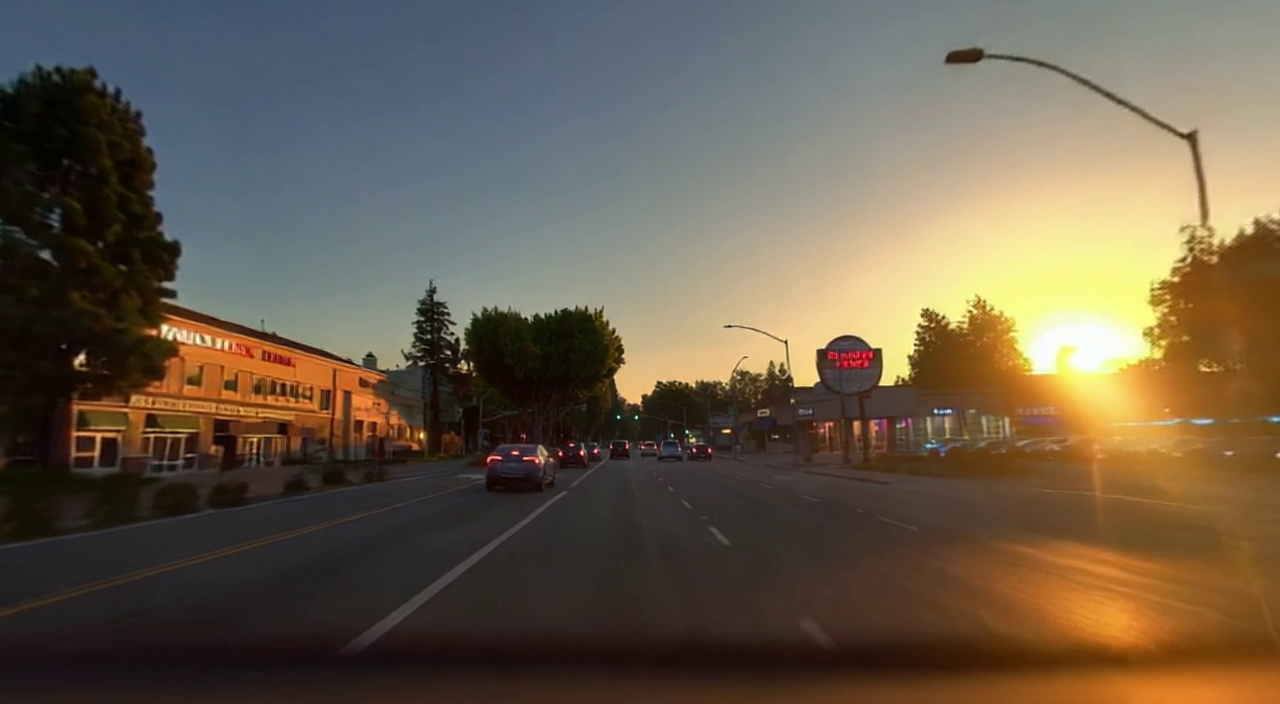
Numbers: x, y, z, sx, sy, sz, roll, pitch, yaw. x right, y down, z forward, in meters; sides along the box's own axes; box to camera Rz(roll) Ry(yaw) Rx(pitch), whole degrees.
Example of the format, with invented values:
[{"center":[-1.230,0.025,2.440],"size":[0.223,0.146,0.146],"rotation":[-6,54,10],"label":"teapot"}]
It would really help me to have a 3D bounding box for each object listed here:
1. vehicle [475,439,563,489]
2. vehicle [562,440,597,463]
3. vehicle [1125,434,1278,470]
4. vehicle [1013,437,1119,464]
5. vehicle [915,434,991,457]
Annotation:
[{"center":[-3.963,3.753,21.526],"size":[2.097,1.497,4.571],"rotation":[0,-9,0],"label":"vehicle"},{"center":[-4.383,7.263,46.216],"size":[2.143,1.643,4.336],"rotation":[0,-9,0],"label":"vehicle"},{"center":[24.776,4.435,28.125],"size":[4.554,1.470,2.020],"rotation":[-4,-9,24],"label":"vehicle"},{"center":[24.998,5.815,37.320],"size":[4.799,1.497,1.952],"rotation":[-4,-9,22],"label":"vehicle"},{"center":[23.336,7.006,47.321],"size":[4.824,1.693,1.984],"rotation":[-3,-9,20],"label":"vehicle"}]
